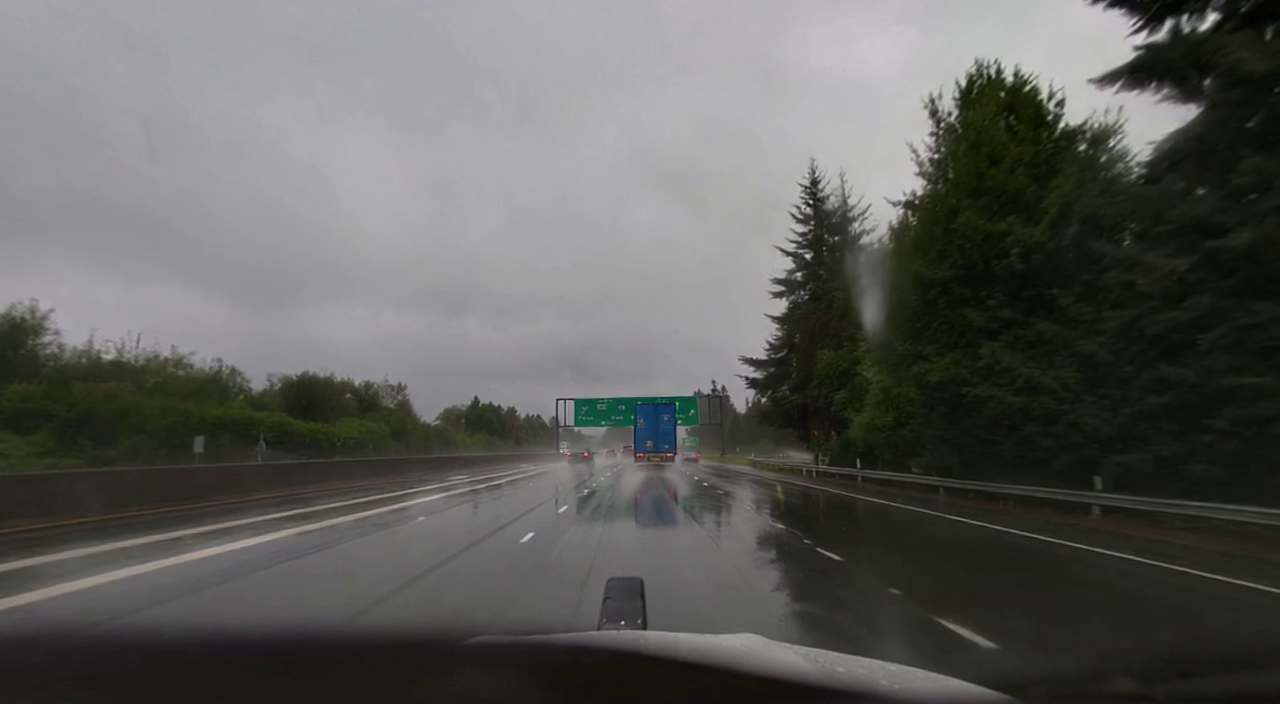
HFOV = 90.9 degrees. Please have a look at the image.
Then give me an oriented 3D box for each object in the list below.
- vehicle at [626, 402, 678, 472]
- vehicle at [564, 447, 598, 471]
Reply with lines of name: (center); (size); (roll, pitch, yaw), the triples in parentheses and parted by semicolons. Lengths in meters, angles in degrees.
vehicle: (0.741, 5.762, 42.107); (3.022, 4.072, 10.318); (0, -9, 0)
vehicle: (-3.898, 7.139, 42.190); (1.873, 1.469, 3.601); (0, -9, 1)
